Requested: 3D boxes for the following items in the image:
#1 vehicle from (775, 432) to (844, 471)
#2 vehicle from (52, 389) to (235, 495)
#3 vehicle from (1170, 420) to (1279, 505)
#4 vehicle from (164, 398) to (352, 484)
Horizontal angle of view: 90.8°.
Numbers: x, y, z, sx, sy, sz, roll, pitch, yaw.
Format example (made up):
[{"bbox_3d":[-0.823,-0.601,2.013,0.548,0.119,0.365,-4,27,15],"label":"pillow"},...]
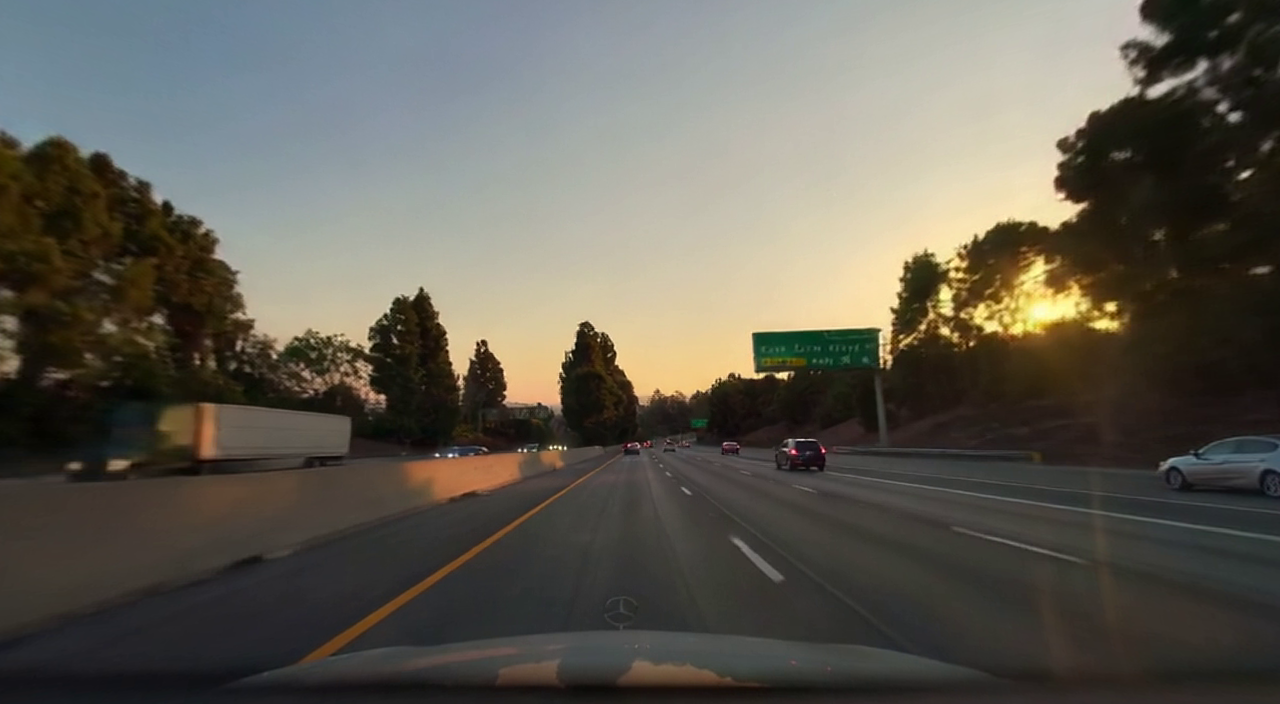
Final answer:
[{"bbox_3d":[8.630,5.104,32.574,2.098,1.820,4.505,0,-8,-2],"label":"vehicle"},{"bbox_3d":[-21.187,3.917,27.517,3.071,4.073,5.744,0,-8,-1],"label":"vehicle"},{"bbox_3d":[14.033,2.310,13.246,1.957,1.709,4.387,0,-8,-1],"label":"vehicle"},{"bbox_3d":[-21.455,5.279,37.191,2.889,4.092,13.333,0,-8,-1],"label":"vehicle"}]
